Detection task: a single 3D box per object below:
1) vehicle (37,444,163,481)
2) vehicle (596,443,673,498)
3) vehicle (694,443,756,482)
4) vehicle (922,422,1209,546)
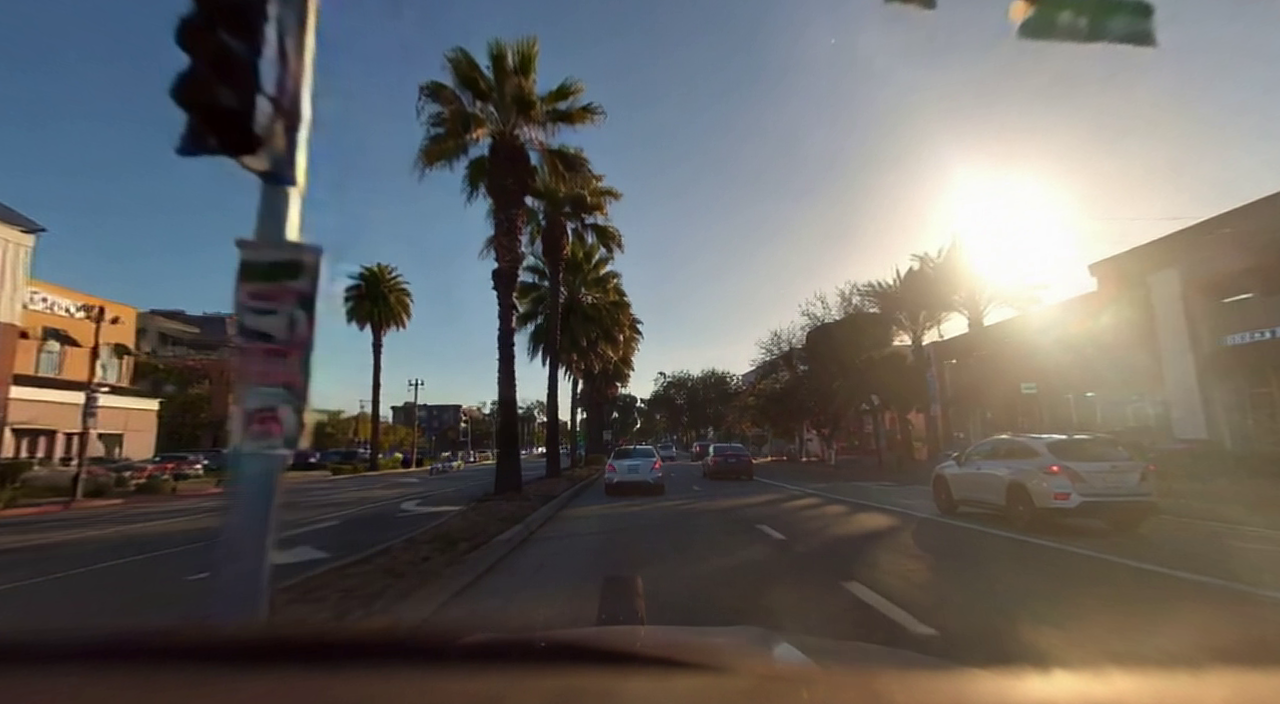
[{"bbox_3d":[-31.145,6.397,36.527,5.230,1.986,2.250,-1,-10,3],"label":"vehicle"},{"bbox_3d":[-0.173,3.545,19.360,2.110,1.487,3.873,0,-8,-1],"label":"vehicle"},{"bbox_3d":[3.548,4.665,27.027,1.892,1.532,4.177,0,-8,-2],"label":"vehicle"},{"bbox_3d":[6.754,2.111,10.739,1.940,1.674,4.085,0,-8,-1],"label":"vehicle"}]
